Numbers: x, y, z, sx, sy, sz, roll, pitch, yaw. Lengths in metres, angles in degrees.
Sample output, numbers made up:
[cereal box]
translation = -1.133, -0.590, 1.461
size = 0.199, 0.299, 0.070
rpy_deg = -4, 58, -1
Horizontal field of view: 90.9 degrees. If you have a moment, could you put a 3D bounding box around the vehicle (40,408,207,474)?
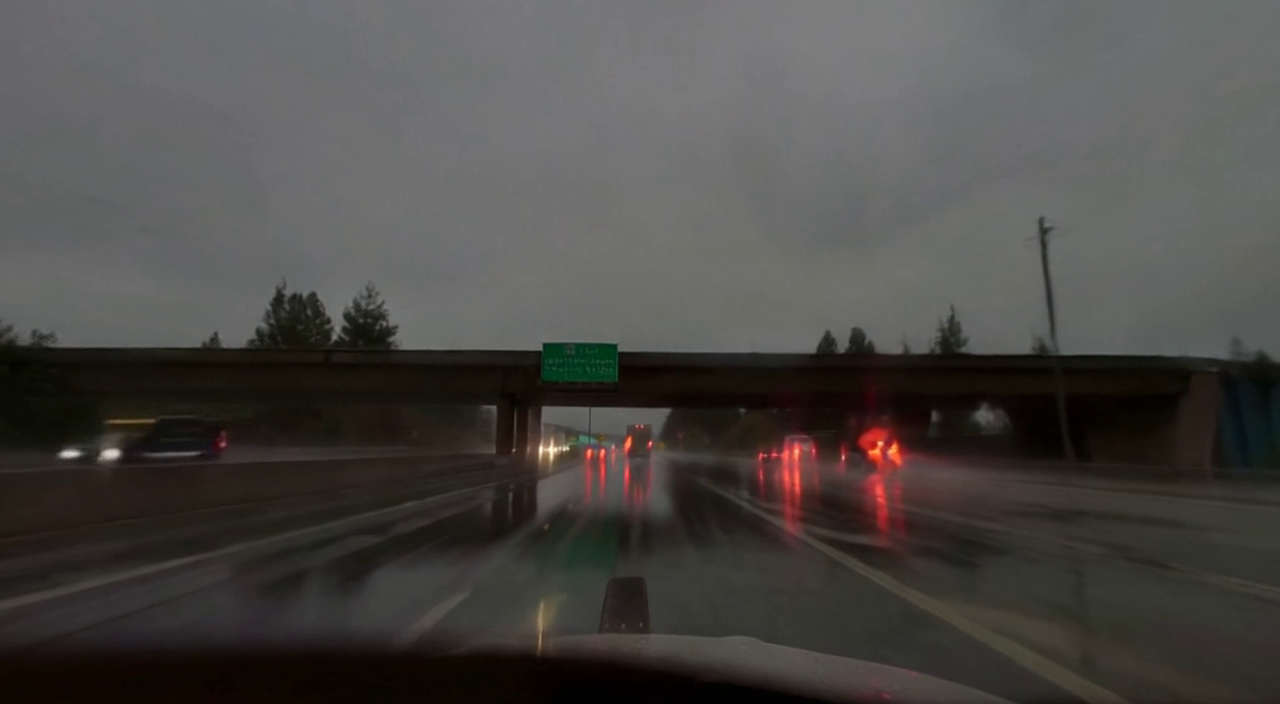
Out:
[vehicle]
translation = -21.382, 3.798, 26.546
size = 2.191, 2.467, 5.670
rpy_deg = 0, -9, -1
